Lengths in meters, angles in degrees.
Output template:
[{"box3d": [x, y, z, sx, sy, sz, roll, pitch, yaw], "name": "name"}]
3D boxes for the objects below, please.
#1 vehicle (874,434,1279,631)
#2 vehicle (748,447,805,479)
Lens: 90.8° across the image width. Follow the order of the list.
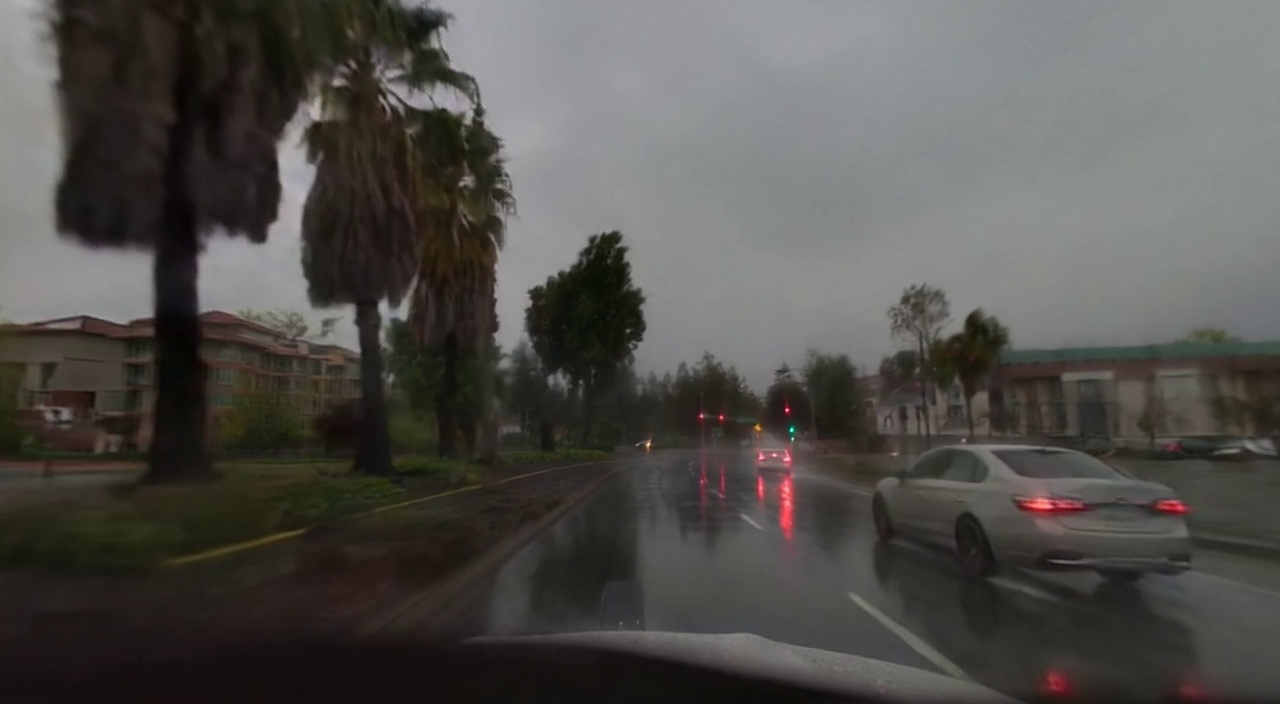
[{"box3d": [4.229, 1.675, 6.813, 1.993, 1.483, 3.821, 0, -8, 1], "name": "vehicle"}, {"box3d": [6.797, 5.557, 31.950, 2.144, 1.473, 4.638, -1, -9, 4], "name": "vehicle"}]
